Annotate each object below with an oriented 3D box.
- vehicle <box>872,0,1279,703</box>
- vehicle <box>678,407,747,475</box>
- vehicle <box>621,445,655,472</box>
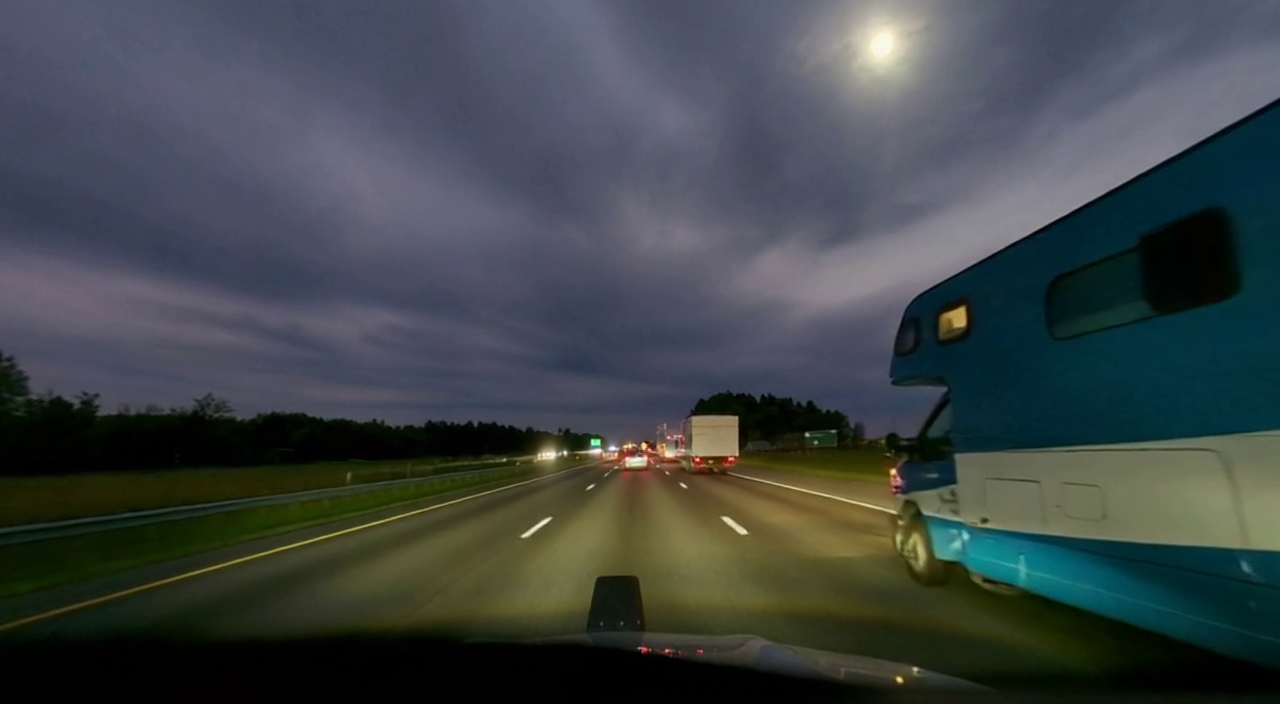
[{"bbox_3d":[3.561,0.080,1.998,2.698,3.001,7.323,0,-9,-1],"label":"vehicle"},{"bbox_3d":[4.027,5.328,37.291,2.931,3.530,8.760,0,-9,0],"label":"vehicle"},{"bbox_3d":[-0.143,7.007,41.742,2.151,1.678,3.923,0,-9,0],"label":"vehicle"}]
